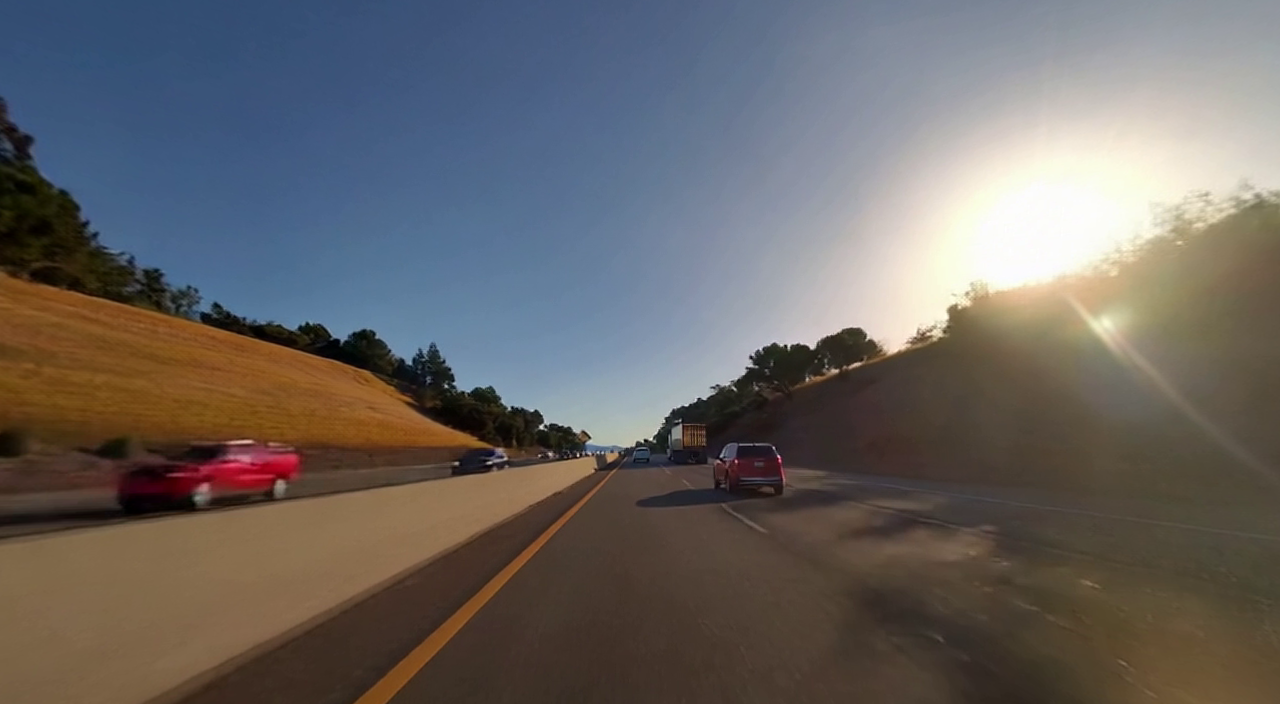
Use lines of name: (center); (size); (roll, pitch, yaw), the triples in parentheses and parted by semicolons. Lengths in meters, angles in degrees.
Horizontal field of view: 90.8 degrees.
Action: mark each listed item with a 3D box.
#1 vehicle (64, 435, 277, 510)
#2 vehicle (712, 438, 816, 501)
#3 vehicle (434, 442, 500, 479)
vehicle: (-11.610, 2.990, 16.125); (1.961, 1.615, 4.473); (0, -9, 0)
vehicle: (3.582, 3.495, 19.184); (2.130, 1.658, 4.537); (0, -9, -2)
vehicle: (-8.010, 5.052, 29.653); (1.920, 1.606, 4.329); (0, -8, -1)
